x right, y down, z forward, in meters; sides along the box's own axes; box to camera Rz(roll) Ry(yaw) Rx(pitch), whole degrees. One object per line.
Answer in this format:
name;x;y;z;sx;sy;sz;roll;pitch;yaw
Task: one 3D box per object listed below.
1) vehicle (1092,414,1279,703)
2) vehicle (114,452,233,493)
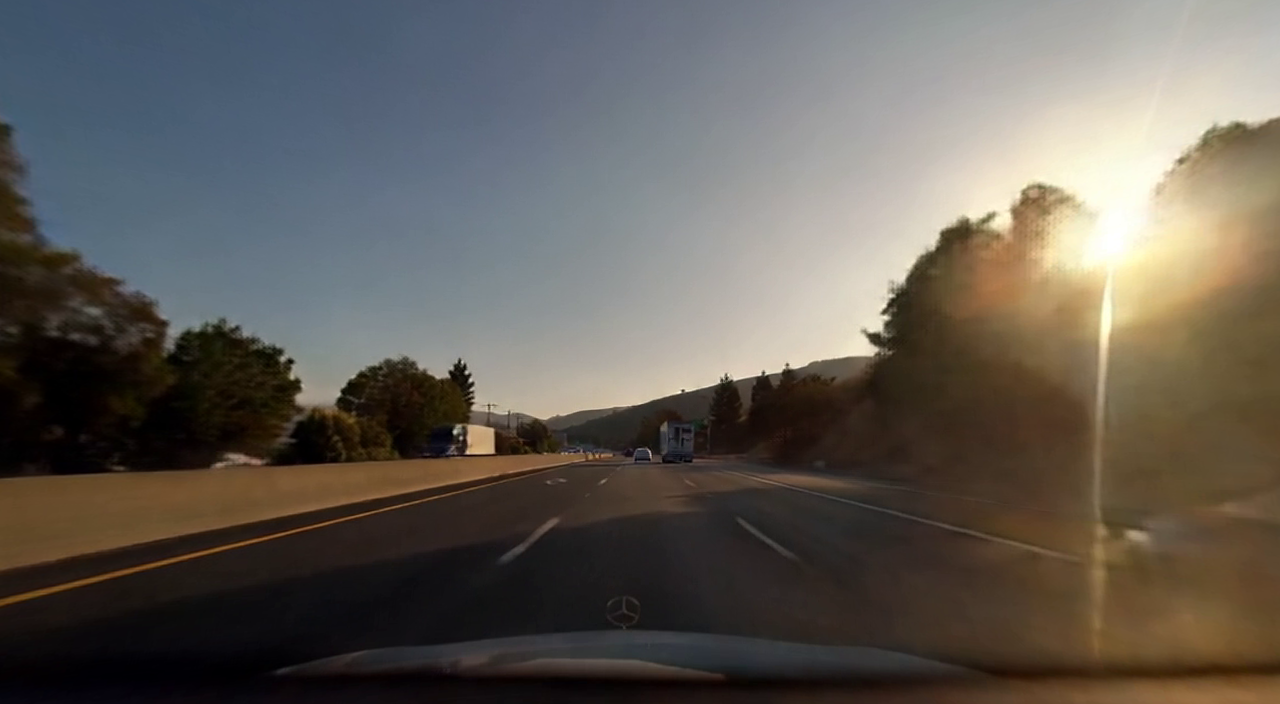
vehicle;3.675;0.849;1.557;1.976;1.495;4.217;0;-9;0
vehicle;-21.349;5.491;29.095;1.966;1.687;4.493;0;-9;1
